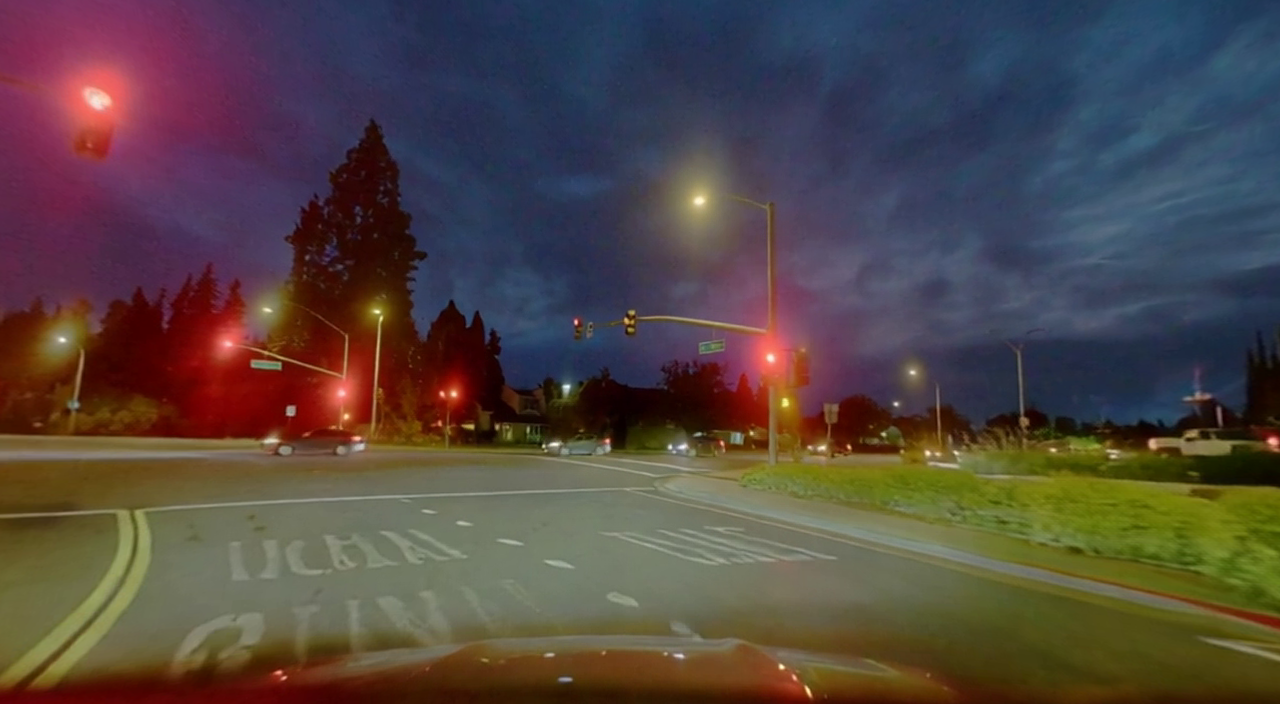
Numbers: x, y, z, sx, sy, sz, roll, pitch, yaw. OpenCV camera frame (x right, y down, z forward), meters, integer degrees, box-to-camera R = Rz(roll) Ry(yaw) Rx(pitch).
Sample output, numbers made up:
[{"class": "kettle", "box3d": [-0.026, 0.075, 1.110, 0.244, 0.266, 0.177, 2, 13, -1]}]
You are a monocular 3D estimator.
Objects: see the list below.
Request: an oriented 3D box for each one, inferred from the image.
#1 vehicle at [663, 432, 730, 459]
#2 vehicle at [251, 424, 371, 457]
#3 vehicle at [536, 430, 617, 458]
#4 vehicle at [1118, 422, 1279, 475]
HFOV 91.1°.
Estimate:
[{"class": "vehicle", "box3d": [3.701, 6.069, 40.643, 4.135, 1.633, 1.990, 8, -11, -40]}, {"class": "vehicle", "box3d": [-15.632, 4.262, 29.977, 4.740, 1.462, 1.828, 7, -11, -38]}, {"class": "vehicle", "box3d": [-3.915, 5.745, 39.000, 4.649, 1.585, 1.965, 7, -11, -38]}, {"class": "vehicle", "box3d": [26.385, 4.502, 29.364, 2.437, 2.249, 5.939, 9, -12, -44]}]
